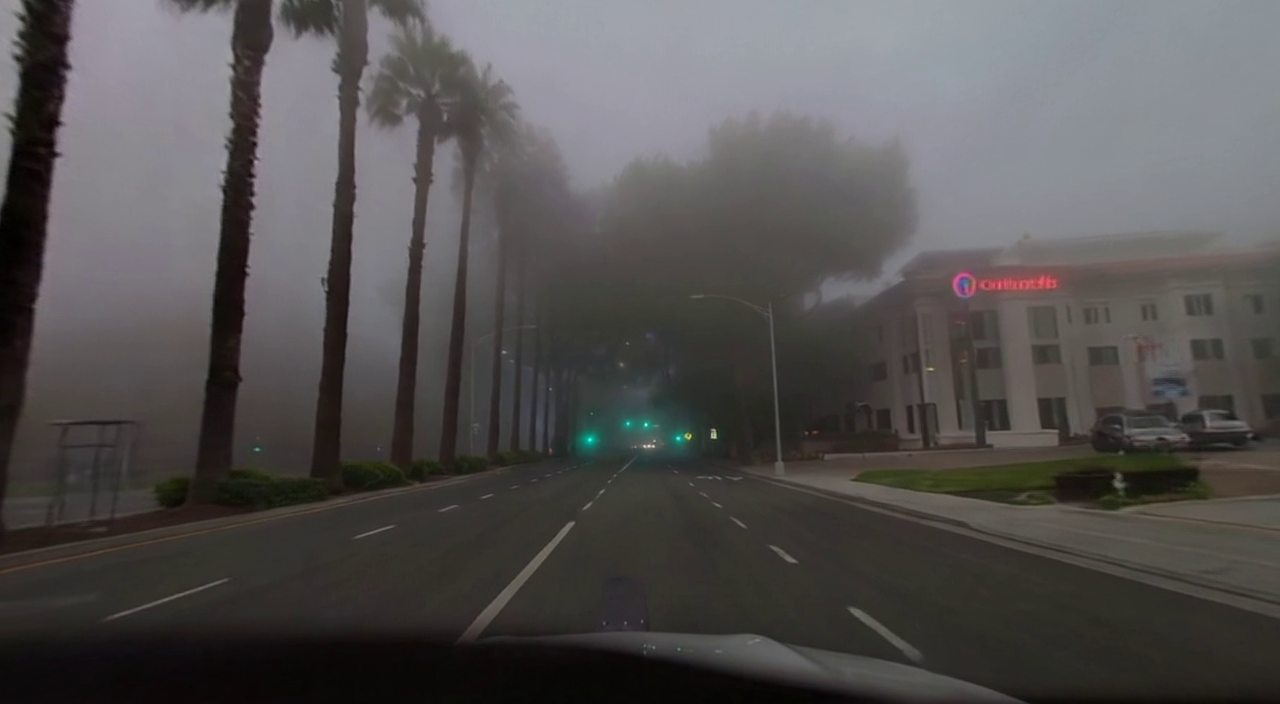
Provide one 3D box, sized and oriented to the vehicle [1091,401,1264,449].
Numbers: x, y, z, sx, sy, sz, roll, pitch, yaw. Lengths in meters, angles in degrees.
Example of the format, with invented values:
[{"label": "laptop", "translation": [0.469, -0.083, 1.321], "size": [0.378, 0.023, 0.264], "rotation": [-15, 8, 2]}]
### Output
[{"label": "vehicle", "translation": [22.172, 3.142, 26.381], "size": [2.222, 1.818, 5.099], "rotation": [1, -9, -11]}]
